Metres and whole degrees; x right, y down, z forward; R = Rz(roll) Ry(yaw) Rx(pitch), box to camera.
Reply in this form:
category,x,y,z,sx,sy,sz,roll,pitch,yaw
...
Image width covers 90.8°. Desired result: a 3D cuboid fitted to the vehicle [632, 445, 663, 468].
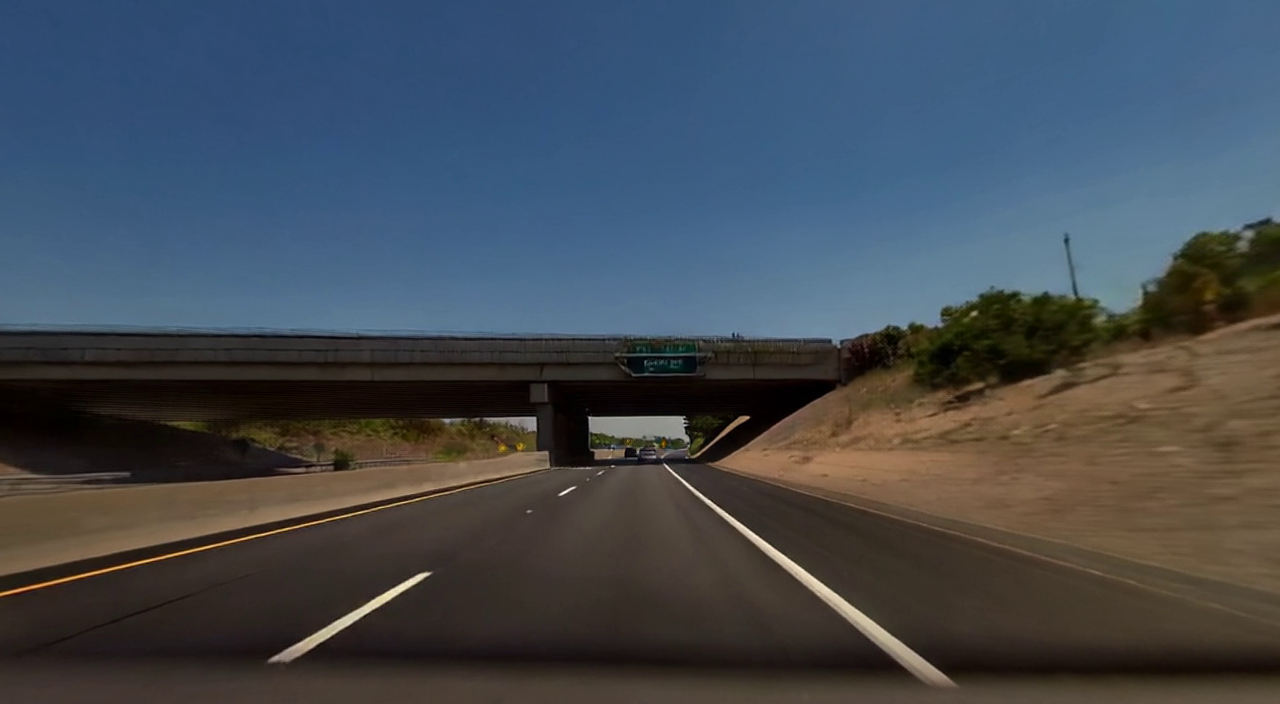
category,x,y,z,sx,sy,sz,roll,pitch,yaw
vehicle,0.605,7.843,47.568,2.221,1.603,4.149,0,-9,1
